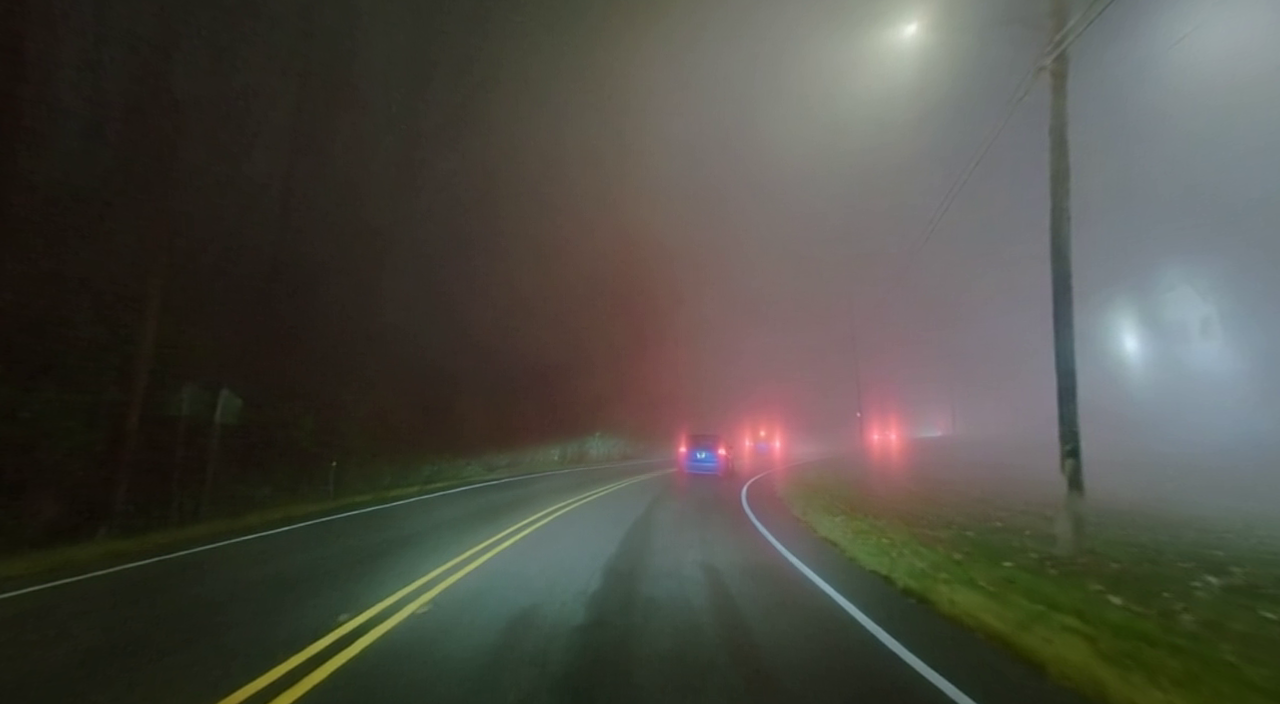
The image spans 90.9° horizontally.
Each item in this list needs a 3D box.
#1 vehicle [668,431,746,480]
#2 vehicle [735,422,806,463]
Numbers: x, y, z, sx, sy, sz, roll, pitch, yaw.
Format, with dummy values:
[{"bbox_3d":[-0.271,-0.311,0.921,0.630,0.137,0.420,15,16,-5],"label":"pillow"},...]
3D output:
[{"bbox_3d":[2.538,3.735,23.021,2.157,1.565,4.243,-2,-9,15],"label":"vehicle"},{"bbox_3d":[7.668,5.217,36.425,2.376,2.145,5.953,-4,-9,27],"label":"vehicle"}]
